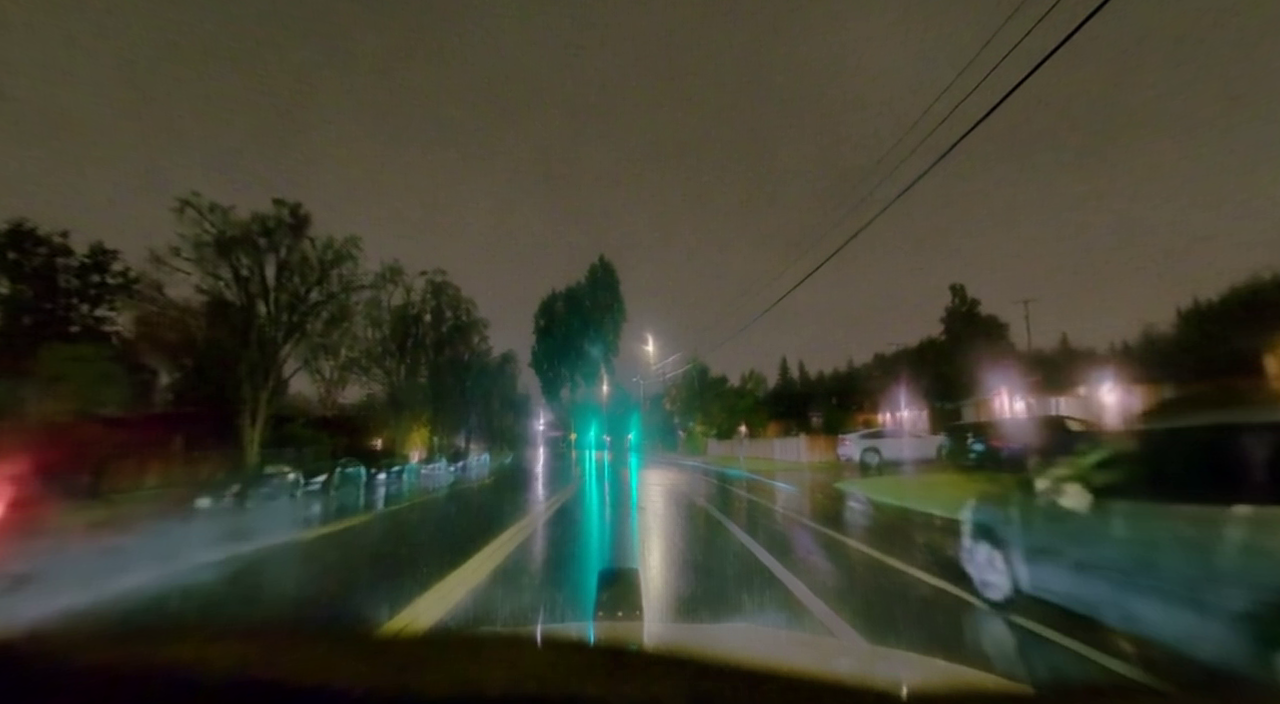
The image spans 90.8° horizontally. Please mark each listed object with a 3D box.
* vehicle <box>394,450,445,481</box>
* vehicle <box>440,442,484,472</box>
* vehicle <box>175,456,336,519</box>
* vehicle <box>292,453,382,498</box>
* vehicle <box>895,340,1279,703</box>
[{"bbox_3d":[-11.937,6.137,34.448,1.750,1.471,3.960,2,-8,-6],"label":"vehicle"},{"bbox_3d":[-12.965,7.643,46.336,2.190,1.789,5.477,-3,-7,-7],"label":"vehicle"},{"bbox_3d":[-11.018,3.874,18.611,1.922,1.496,4.598,0,-8,-1],"label":"vehicle"},{"bbox_3d":[-11.244,4.578,23.670,1.586,1.433,3.485,1,-8,0],"label":"vehicle"},{"bbox_3d":[3.725,1.010,3.635,2.176,1.793,5.534,0,-8,0],"label":"vehicle"}]
